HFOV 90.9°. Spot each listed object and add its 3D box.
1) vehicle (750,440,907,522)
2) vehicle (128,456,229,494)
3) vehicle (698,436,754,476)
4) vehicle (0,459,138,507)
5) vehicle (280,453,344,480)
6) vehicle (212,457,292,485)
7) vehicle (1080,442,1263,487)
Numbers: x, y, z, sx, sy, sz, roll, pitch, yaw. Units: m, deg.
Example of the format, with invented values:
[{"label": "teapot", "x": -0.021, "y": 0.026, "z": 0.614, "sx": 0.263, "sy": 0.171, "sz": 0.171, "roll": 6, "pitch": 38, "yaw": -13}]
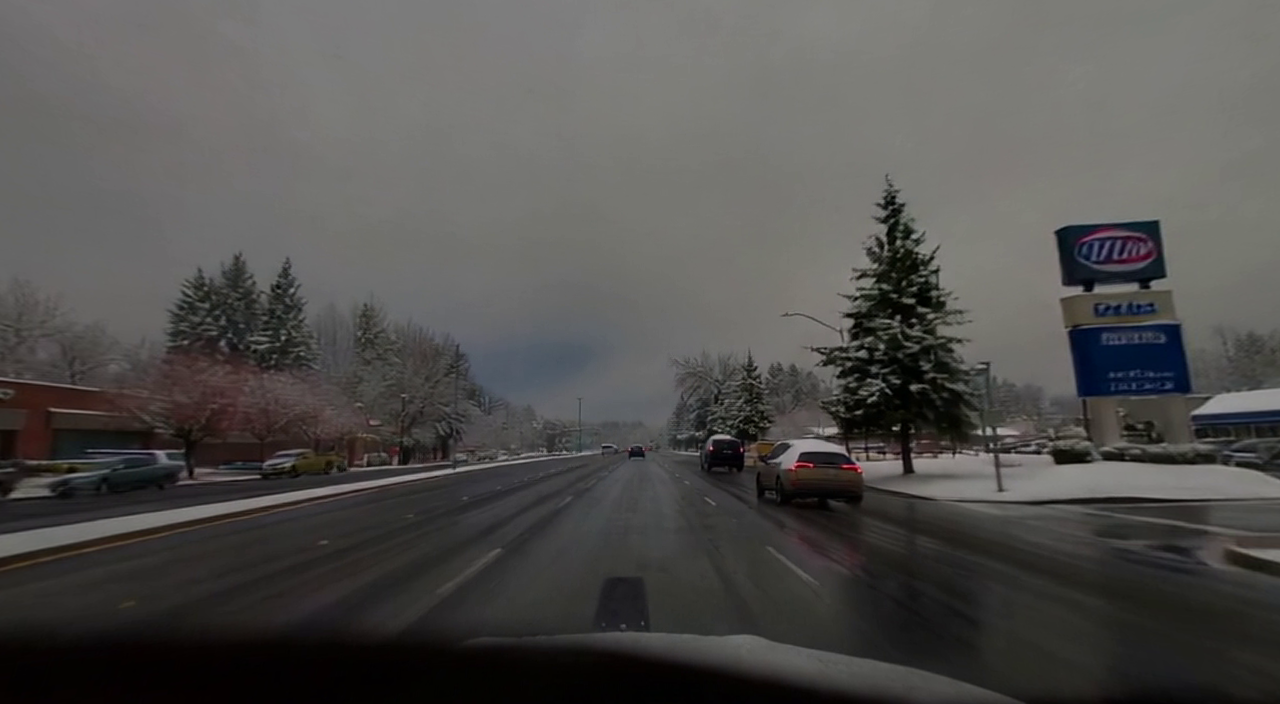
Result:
[{"label": "vehicle", "x": 3.788, "y": 2.646, "z": 13.572, "sx": 1.916, "sy": 1.459, "sz": 4.335, "roll": 0, "pitch": -8, "yaw": -2}, {"label": "vehicle", "x": -22.842, "y": 6.075, "z": 31.438, "sx": 1.822, "sy": 1.551, "sz": 4.295, "roll": -3, "pitch": -8, "yaw": 0}, {"label": "vehicle", "x": 4.335, "y": 5.331, "z": 32.495, "sx": 2.140, "sy": 1.921, "sz": 4.431, "roll": 0, "pitch": -8, "yaw": -2}, {"label": "vehicle", "x": -22.698, "y": 5.104, "z": 24.894, "sx": 1.833, "sy": 1.534, "sz": 4.821, "roll": -3, "pitch": -8, "yaw": -1}, {"label": "vehicle", "x": -22.865, "y": 8.033, "z": 44.198, "sx": 1.946, "sy": 1.726, "sz": 4.746, "roll": -2, "pitch": -10, "yaw": 0}, {"label": "vehicle", "x": -22.794, "y": 6.993, "z": 37.236, "sx": 1.804, "sy": 1.460, "sz": 4.515, "roll": 0, "pitch": -8, "yaw": 1}, {"label": "vehicle", "x": 18.316, "y": 3.880, "z": 21.874, "sx": 4.502, "sy": 1.459, "sz": 2.082, "roll": 0, "pitch": -9, "yaw": -2}]
